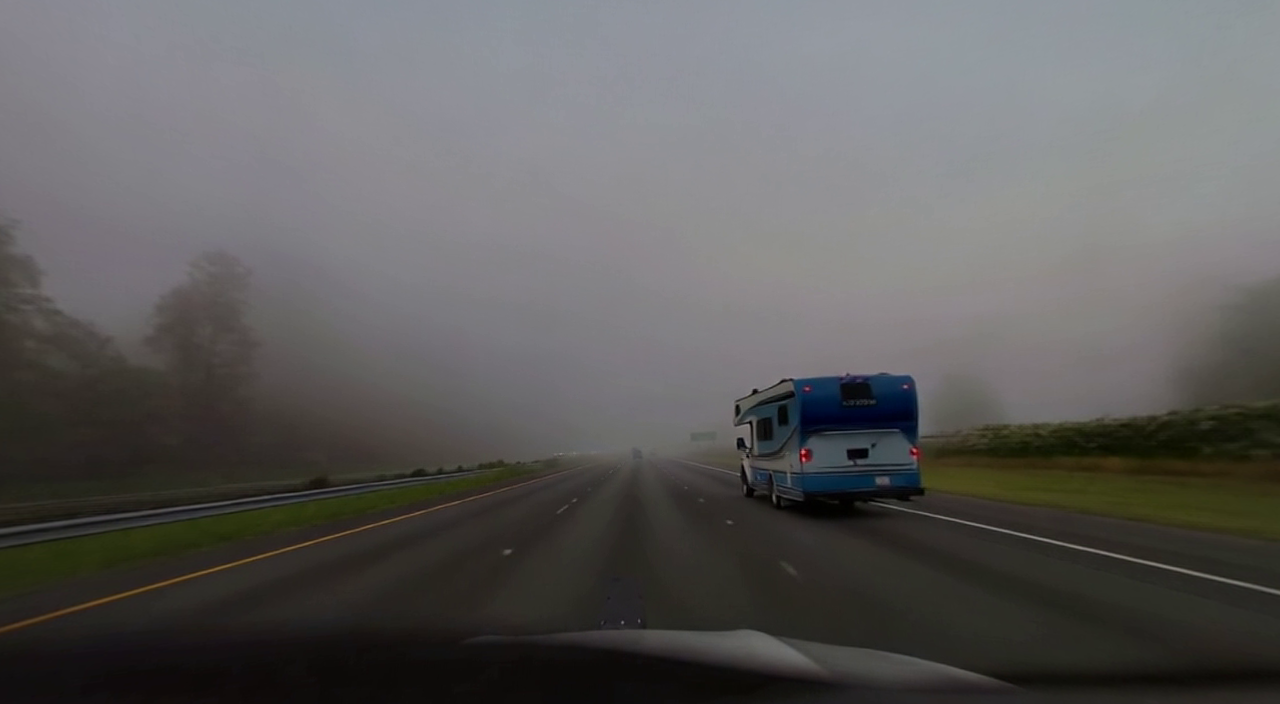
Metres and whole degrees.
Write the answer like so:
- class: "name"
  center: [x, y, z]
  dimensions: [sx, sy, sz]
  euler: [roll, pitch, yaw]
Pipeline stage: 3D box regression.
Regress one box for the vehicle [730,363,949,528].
- class: "vehicle"
  center: [3.803, 2.047, 13.835]
  dimensions: [2.556, 2.763, 6.287]
  euler: [0, -9, -1]
